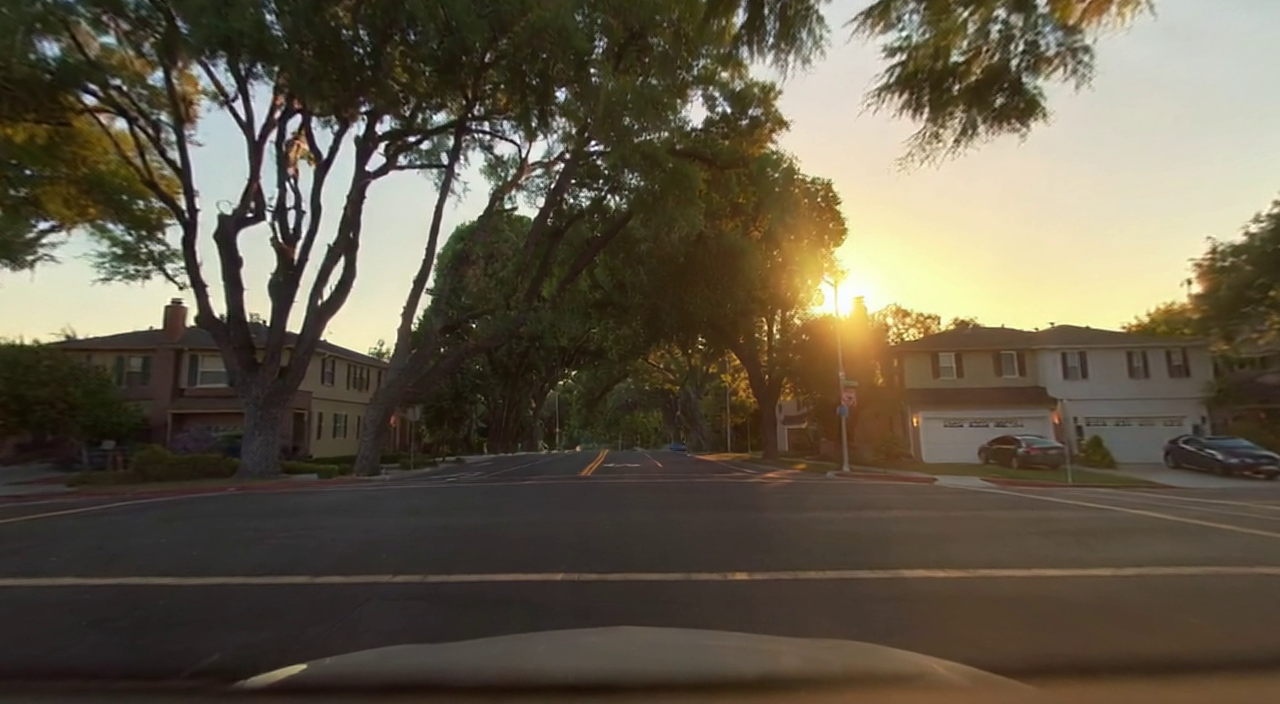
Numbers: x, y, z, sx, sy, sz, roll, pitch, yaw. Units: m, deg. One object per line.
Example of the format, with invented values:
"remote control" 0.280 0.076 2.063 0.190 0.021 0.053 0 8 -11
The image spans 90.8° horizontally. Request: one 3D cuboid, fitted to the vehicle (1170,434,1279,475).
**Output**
"vehicle" 26.563 4.442 27.608 2.152 1.606 5.402 0 -8 1
